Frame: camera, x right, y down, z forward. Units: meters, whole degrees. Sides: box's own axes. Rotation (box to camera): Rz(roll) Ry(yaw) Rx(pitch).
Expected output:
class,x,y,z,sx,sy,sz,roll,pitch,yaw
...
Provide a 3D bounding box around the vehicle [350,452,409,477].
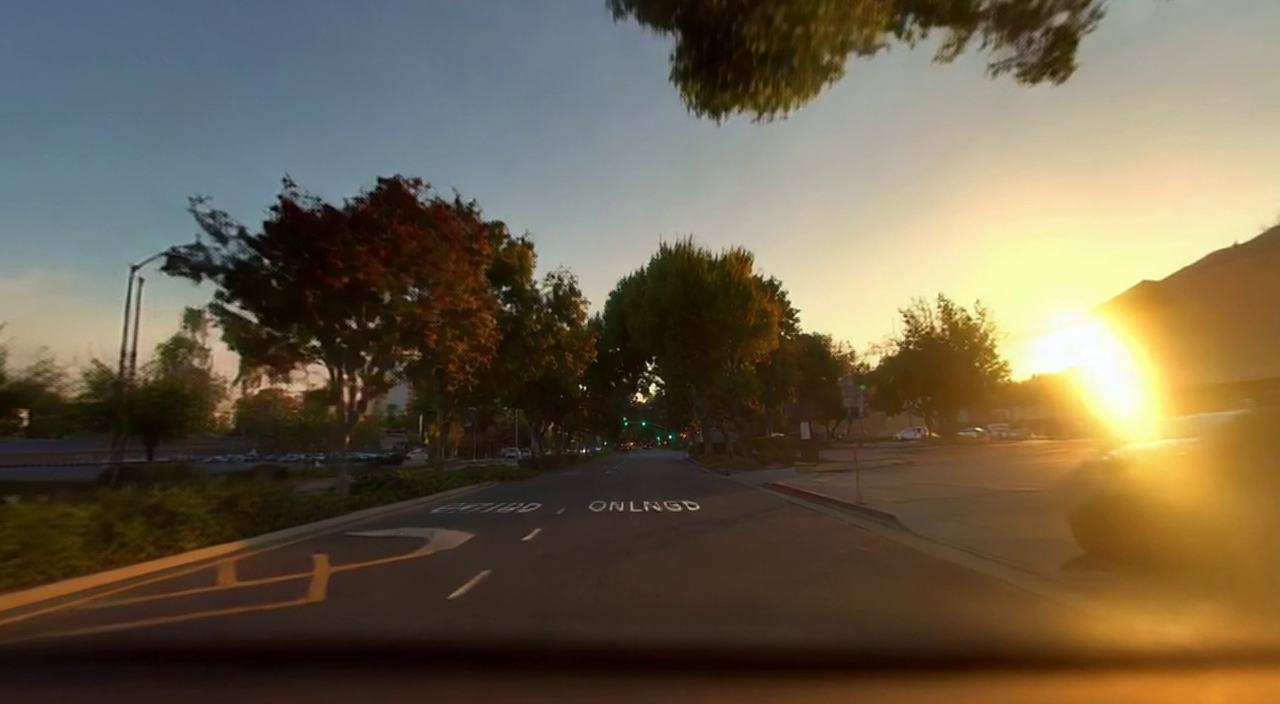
class,x,y,z,sx,sy,sz,roll,pitch,yaw
vehicle,-17.303,7.452,41.918,1.861,1.541,4.530,0,-9,2
